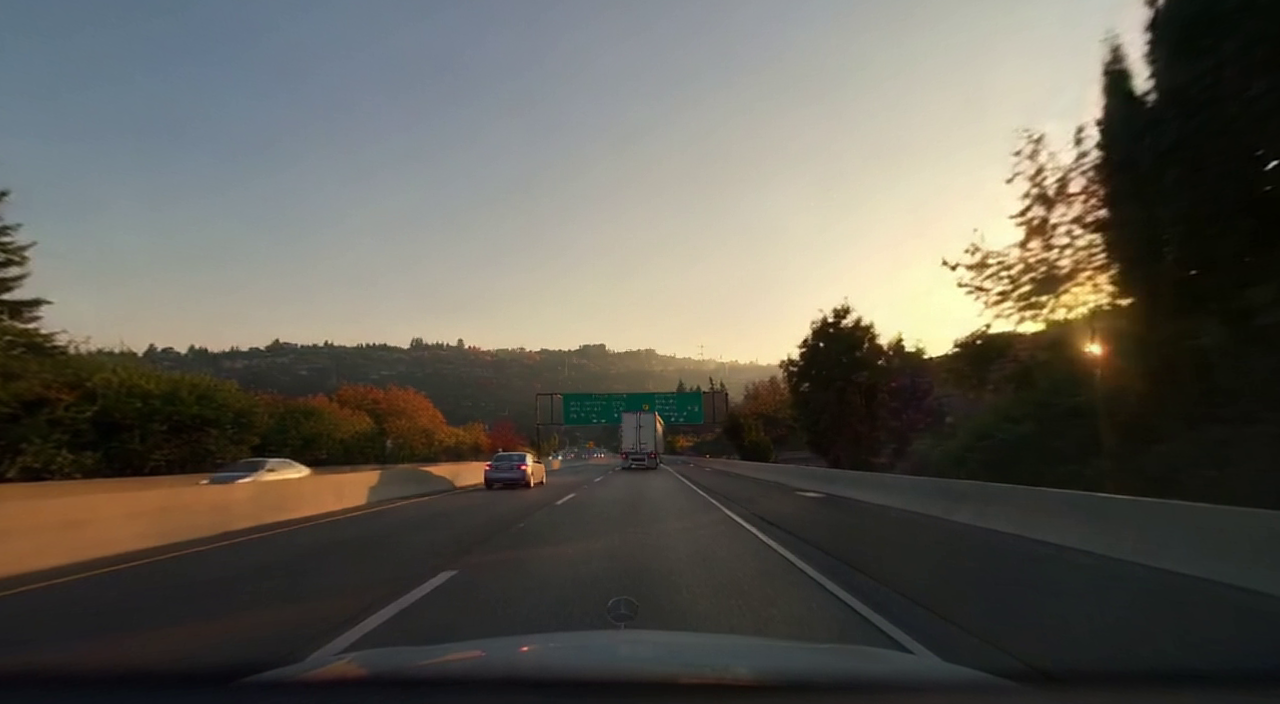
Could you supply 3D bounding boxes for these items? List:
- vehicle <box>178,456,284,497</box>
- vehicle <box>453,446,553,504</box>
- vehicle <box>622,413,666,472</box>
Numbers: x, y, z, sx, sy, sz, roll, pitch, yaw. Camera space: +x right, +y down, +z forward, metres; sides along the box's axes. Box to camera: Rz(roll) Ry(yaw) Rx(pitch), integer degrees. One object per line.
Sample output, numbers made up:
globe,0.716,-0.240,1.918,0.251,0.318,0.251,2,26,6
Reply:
vehicle,-15.971,4.852,24.852,1.781,1.417,3.527,0,-9,0
vehicle,-4.017,3.693,19.377,2.053,1.523,4.450,-1,-9,0
vehicle,0.153,6.601,45.624,2.864,3.805,9.500,0,-9,-1
